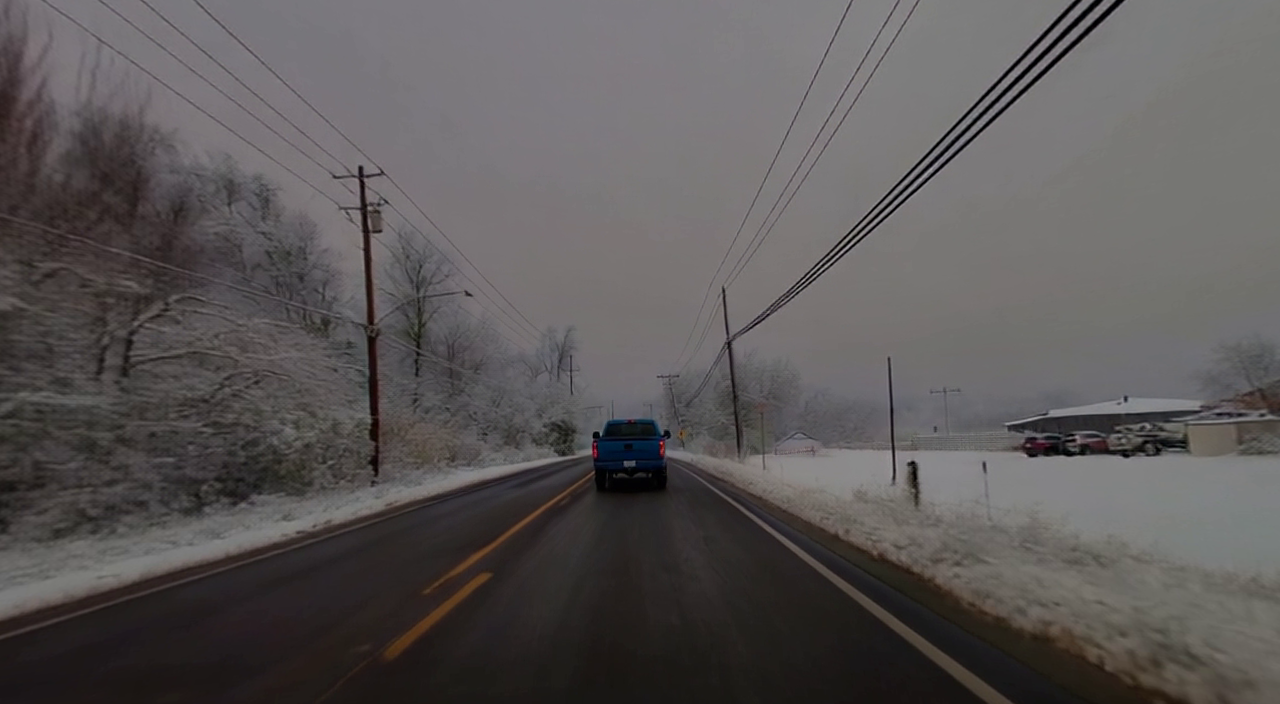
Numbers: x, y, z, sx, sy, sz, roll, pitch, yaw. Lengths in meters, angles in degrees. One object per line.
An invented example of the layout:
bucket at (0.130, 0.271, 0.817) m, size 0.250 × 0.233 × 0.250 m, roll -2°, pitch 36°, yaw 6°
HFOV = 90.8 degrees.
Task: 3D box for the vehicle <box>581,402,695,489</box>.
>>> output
vehicle at (-0.107, 3.034, 20.629) m, size 3.021 × 2.326 × 7.410 m, roll 0°, pitch -8°, yaw -1°

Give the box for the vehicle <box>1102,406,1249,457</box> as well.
vehicle at (33.636, 5.068, 39.986) m, size 2.581 × 2.932 × 6.340 m, roll 4°, pitch -9°, yaw -27°

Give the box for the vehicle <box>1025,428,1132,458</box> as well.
vehicle at (31.394, 6.555, 45.587) m, size 2.323 × 2.002 × 6.310 m, roll 2°, pitch -8°, yaw -13°
